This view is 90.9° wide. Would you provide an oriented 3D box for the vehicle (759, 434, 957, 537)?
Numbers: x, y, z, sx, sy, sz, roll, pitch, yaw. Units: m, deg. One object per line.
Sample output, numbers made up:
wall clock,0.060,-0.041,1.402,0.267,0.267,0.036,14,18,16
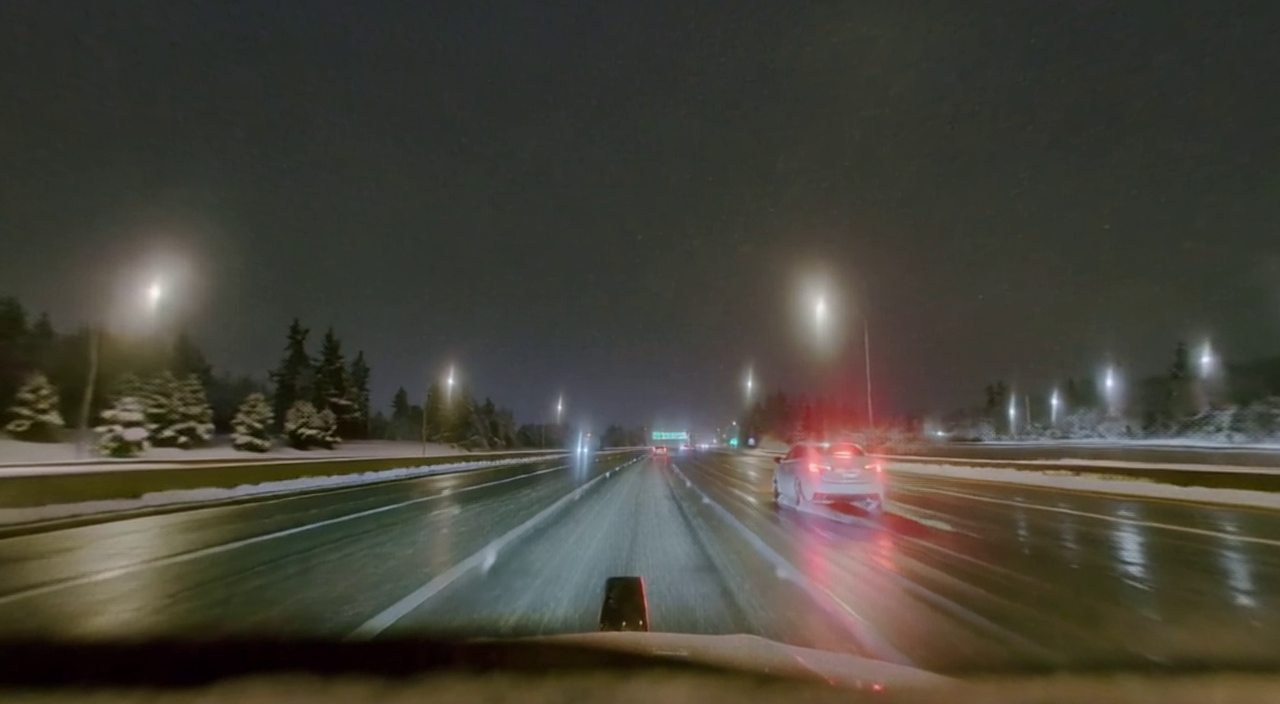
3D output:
vehicle,3.670,2.330,11.716,1.999,1.492,4.673,0,-9,0
